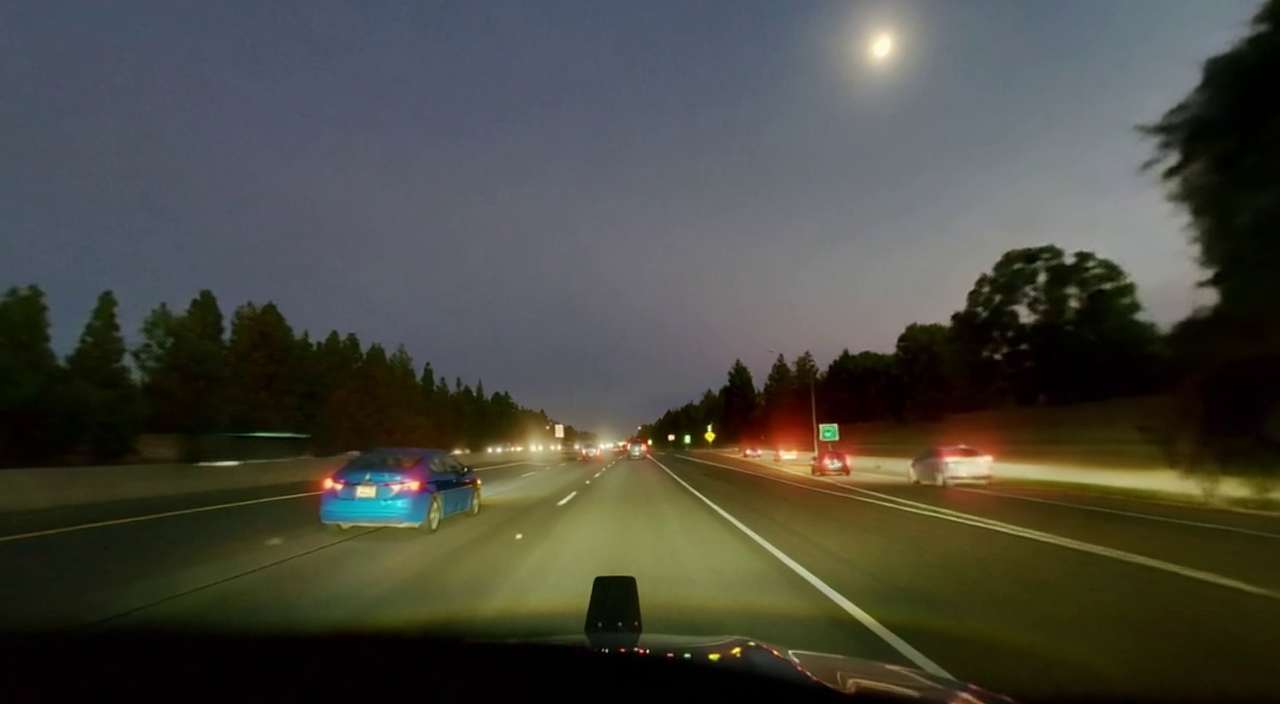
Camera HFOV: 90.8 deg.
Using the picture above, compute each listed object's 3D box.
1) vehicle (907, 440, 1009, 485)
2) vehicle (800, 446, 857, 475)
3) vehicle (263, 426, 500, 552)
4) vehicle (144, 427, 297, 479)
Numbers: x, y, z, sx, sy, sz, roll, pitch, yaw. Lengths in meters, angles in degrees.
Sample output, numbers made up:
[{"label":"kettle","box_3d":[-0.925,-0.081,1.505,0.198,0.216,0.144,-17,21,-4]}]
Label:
[{"label":"vehicle","box_3d":[14.260,4.969,28.797,2.278,1.816,5.666,-1,-9,7]},{"label":"vehicle","box_3d":[10.479,6.038,35.495,1.940,1.496,4.992,0,-9,4]},{"label":"vehicle","box_3d":[-3.717,2.040,10.062,2.020,1.554,4.137,0,-9,0]},{"label":"vehicle","box_3d":[-17.506,4.251,26.915,2.355,1.935,6.026,0,-9,0]}]
